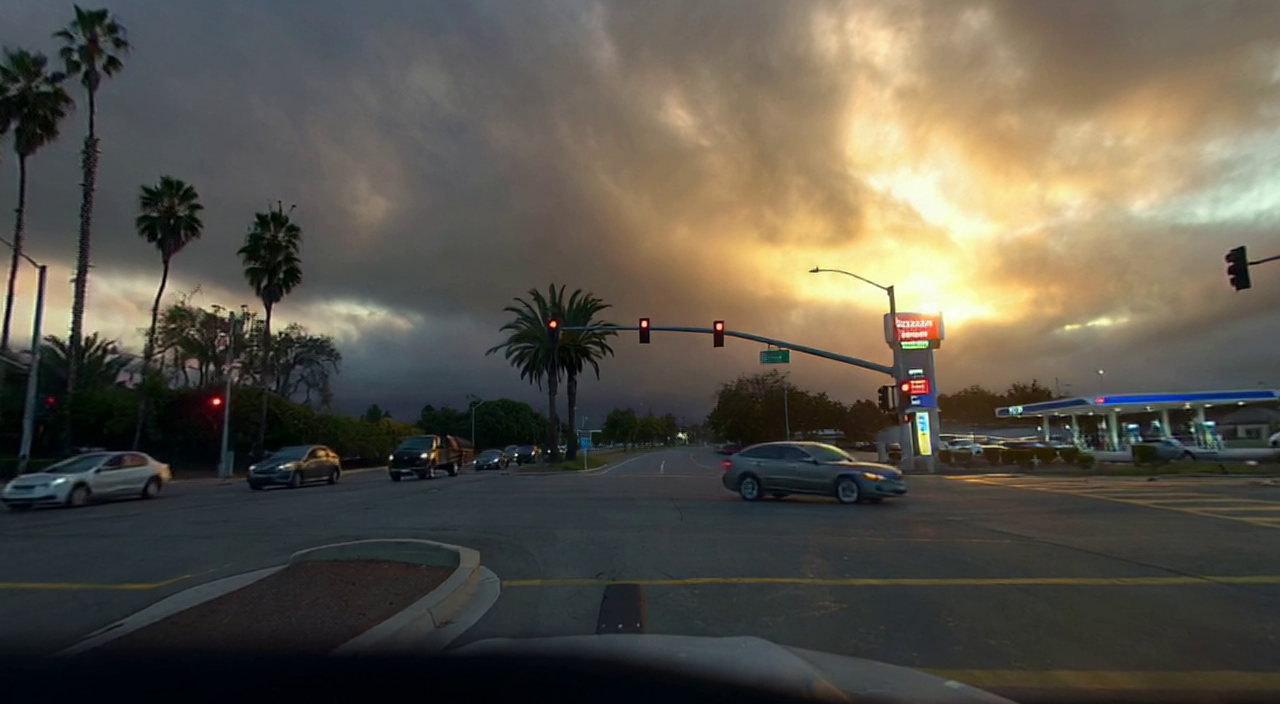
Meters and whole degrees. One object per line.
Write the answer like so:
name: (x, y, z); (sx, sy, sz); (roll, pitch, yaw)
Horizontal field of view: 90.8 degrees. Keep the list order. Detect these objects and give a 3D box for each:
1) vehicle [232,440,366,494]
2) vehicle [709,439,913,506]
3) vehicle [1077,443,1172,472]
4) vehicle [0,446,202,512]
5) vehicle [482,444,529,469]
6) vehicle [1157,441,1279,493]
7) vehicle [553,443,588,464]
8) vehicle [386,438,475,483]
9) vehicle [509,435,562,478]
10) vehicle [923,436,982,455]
vehicle: (-11.865, 4.013, 22.460); (1.973, 1.712, 4.872); (0, -9, 0)
vehicle: (4.251, 2.959, 15.910); (4.579, 1.464, 1.983); (-5, -10, 29)
vehicle: (24.269, 5.294, 31.730); (3.474, 1.376, 1.538); (0, -9, -2)
vehicle: (-15.178, 3.492, 17.947); (2.099, 1.590, 4.625); (0, -9, 1)
vehicle: (-8.792, 6.893, 41.789); (2.034, 1.510, 4.647); (0, -9, 0)
vehicle: (18.709, 3.401, 18.821); (5.015, 1.446, 1.862); (0, -9, -3)
vehicle: (-5.277, 7.787, 48.475); (2.079, 1.490, 5.064); (0, -9, 1)
vehicle: (-8.483, 4.442, 26.113); (2.124, 1.701, 4.551); (0, -9, 0)
vehicle: (-4.752, 4.634, 28.179); (1.929, 1.719, 4.892); (2, -9, -13)
vehicle: (22.552, 6.758, 45.652); (3.356, 1.395, 1.559); (0, -9, -1)
